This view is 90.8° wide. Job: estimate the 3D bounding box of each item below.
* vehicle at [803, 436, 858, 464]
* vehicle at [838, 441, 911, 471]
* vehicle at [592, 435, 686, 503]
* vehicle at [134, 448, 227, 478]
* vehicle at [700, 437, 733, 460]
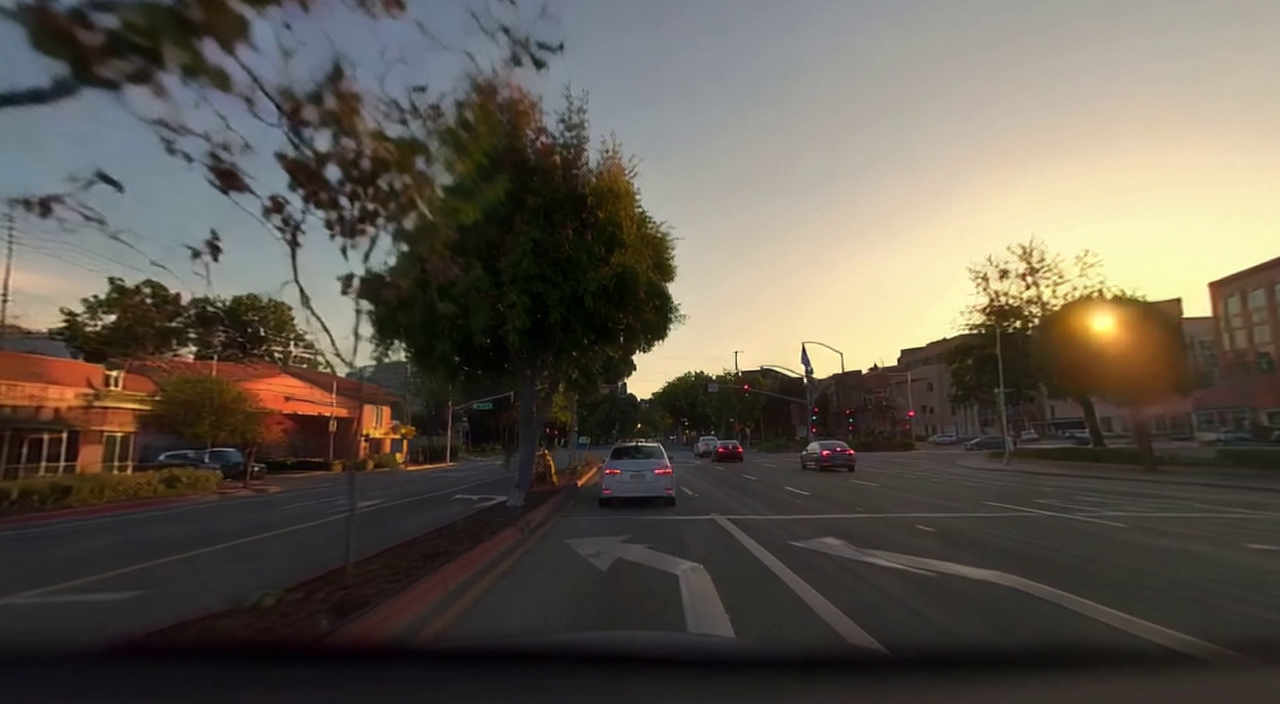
[{"bbox_3d":[12.964,6.726,43.349,1.981,1.746,5.375,0,-9,-1],"label":"vehicle"},{"bbox_3d":[12.485,5.539,33.960,2.059,1.482,4.568,0,-9,-2],"label":"vehicle"},{"bbox_3d":[-0.064,2.894,15.985,2.064,1.477,3.968,0,-9,-1],"label":"vehicle"},{"bbox_3d":[-30.325,7.322,41.906,4.758,1.809,2.114,6,-10,-33],"label":"vehicle"},{"bbox_3d":[5.982,7.608,49.956,1.957,1.755,4.331,0,-9,-1],"label":"vehicle"}]
